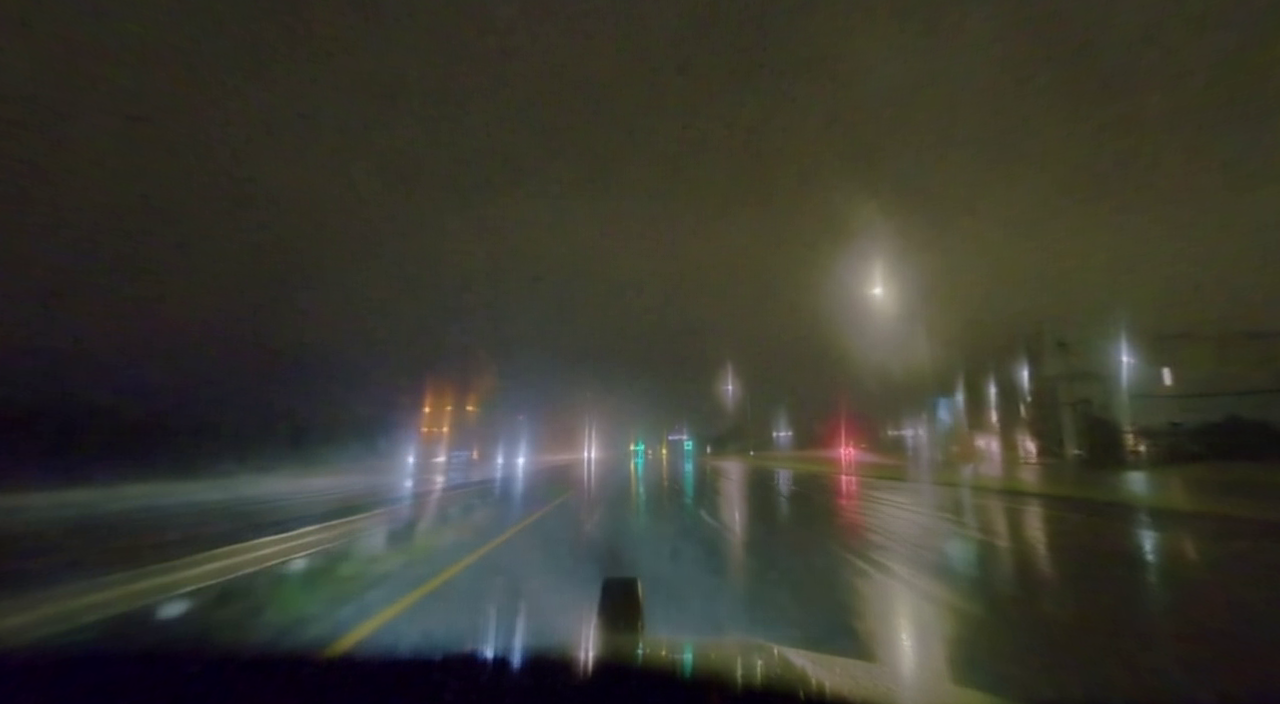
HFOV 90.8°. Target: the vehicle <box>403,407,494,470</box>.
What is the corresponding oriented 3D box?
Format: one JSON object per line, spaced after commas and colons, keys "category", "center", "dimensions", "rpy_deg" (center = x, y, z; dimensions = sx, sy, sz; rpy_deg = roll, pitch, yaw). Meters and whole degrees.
{"category": "vehicle", "center": [-12.535, 5.917, 42.520], "dimensions": [2.962, 3.737, 10.070], "rpy_deg": [0, -9, 0]}
